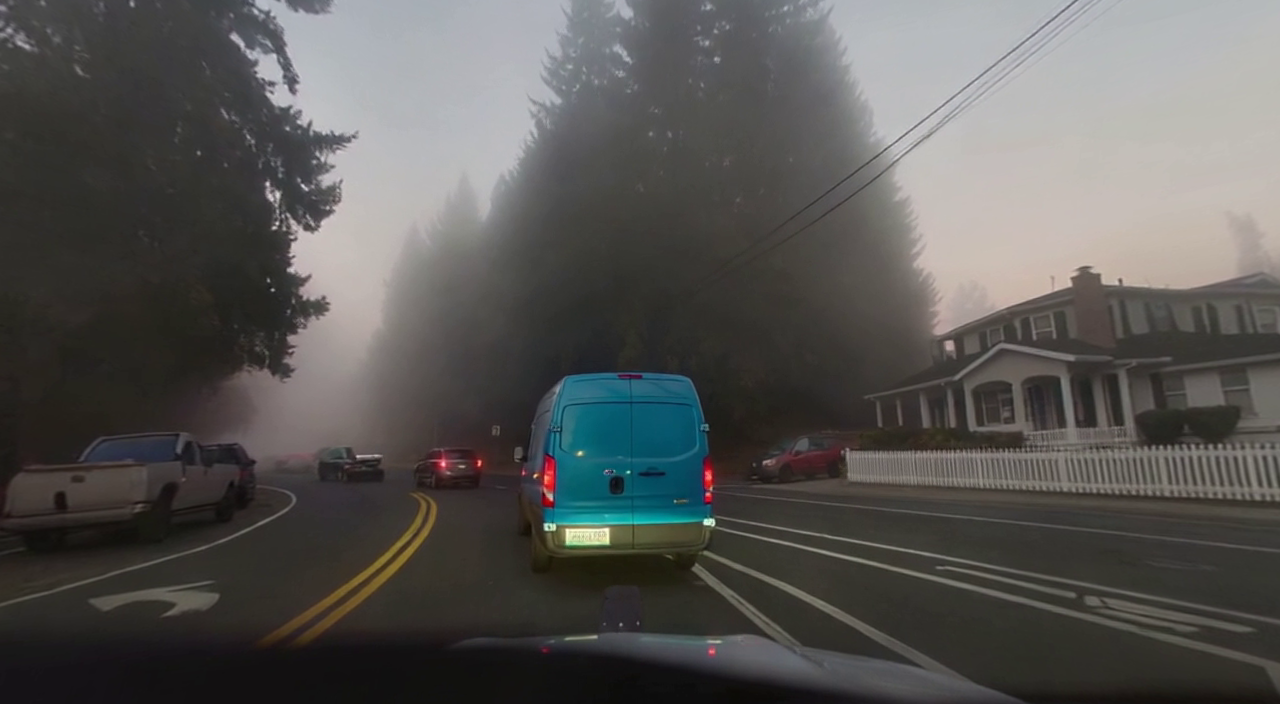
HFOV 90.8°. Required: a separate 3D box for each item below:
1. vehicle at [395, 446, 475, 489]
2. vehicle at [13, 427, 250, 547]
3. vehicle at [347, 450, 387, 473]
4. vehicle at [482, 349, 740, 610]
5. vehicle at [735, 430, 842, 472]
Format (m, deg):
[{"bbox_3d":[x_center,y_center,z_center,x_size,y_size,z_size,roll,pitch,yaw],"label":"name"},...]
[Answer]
[{"bbox_3d":[-7.885,4.320,24.007,2.008,1.445,4.386,5,-10,-29],"label":"vehicle"},{"bbox_3d":[-9.875,2.581,12.978,2.228,1.871,5.492,3,-9,-22],"label":"vehicle"},{"bbox_3d":[-19.270,7.648,44.462,1.911,1.493,4.291,5,-10,-31],"label":"vehicle"},{"bbox_3d":[-0.768,1.411,7.803,2.213,2.124,4.809,2,-9,-14],"label":"vehicle"},{"bbox_3d":[6.746,4.469,28.575,4.559,1.754,1.985,5,-10,-31],"label":"vehicle"}]
